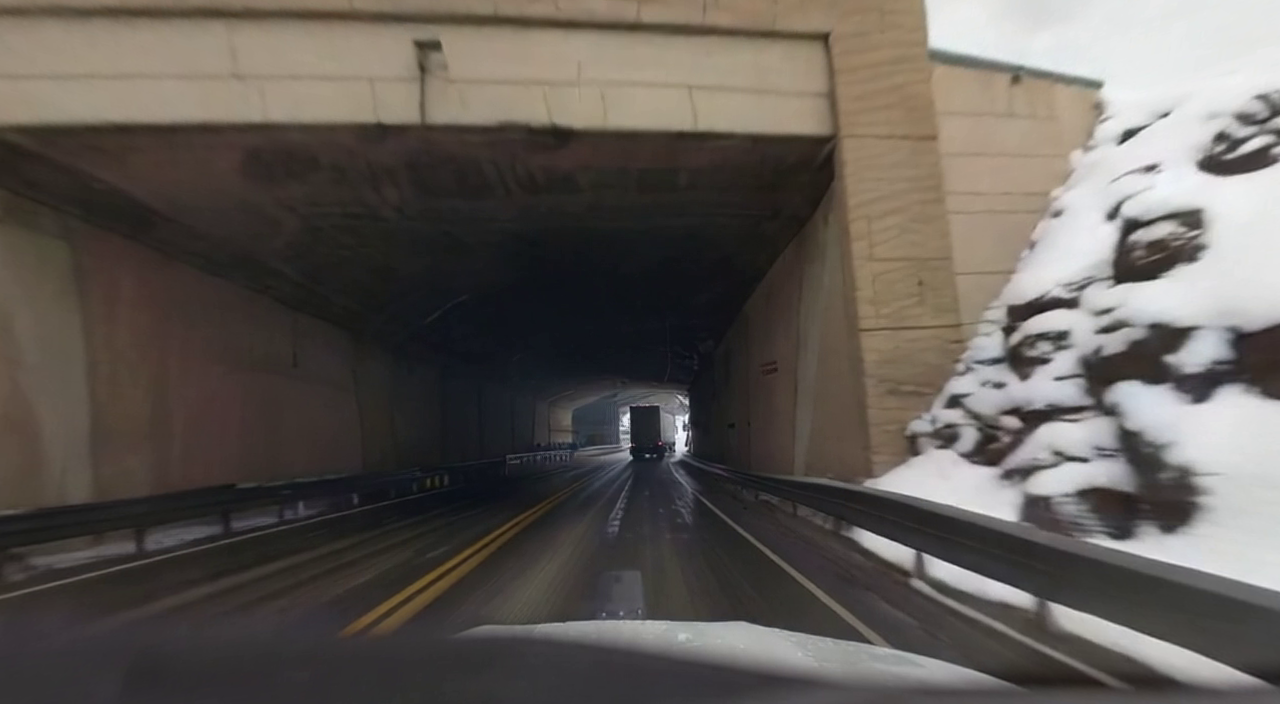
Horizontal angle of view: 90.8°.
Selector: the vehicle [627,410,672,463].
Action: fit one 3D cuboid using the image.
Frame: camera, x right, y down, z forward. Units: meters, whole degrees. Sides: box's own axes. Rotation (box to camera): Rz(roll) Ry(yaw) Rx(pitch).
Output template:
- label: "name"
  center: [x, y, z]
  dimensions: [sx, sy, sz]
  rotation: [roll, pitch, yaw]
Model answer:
- label: "vehicle"
  center: [0.900, 6.432, 47.234]
  dimensions: [2.915, 3.468, 11.233]
  rotation: [-1, -9, 3]
